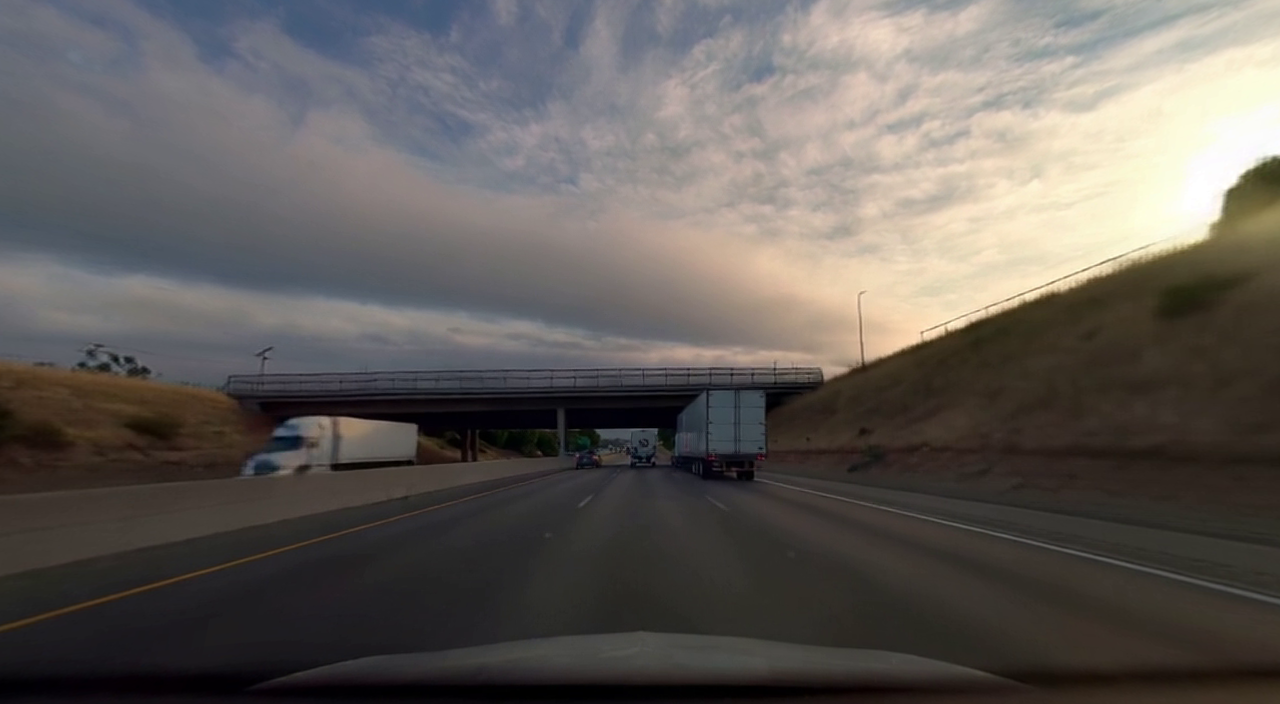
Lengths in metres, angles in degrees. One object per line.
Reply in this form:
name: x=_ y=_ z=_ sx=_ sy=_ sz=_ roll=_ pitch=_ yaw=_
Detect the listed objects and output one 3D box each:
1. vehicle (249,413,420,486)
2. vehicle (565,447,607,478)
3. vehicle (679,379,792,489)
vehicle: x=-18.996 y=6.433 z=41.643 sx=2.894 sy=3.819 sz=16.777 roll=0 pitch=-9 yaw=0
vehicle: x=-2.998 y=6.229 z=35.893 sx=2.007 sy=1.647 sz=3.854 roll=0 pitch=-9 yaw=1
vehicle: x=4.016 y=4.292 z=31.607 sx=3.131 sy=4.037 sz=16.729 roll=0 pitch=-9 yaw=0
